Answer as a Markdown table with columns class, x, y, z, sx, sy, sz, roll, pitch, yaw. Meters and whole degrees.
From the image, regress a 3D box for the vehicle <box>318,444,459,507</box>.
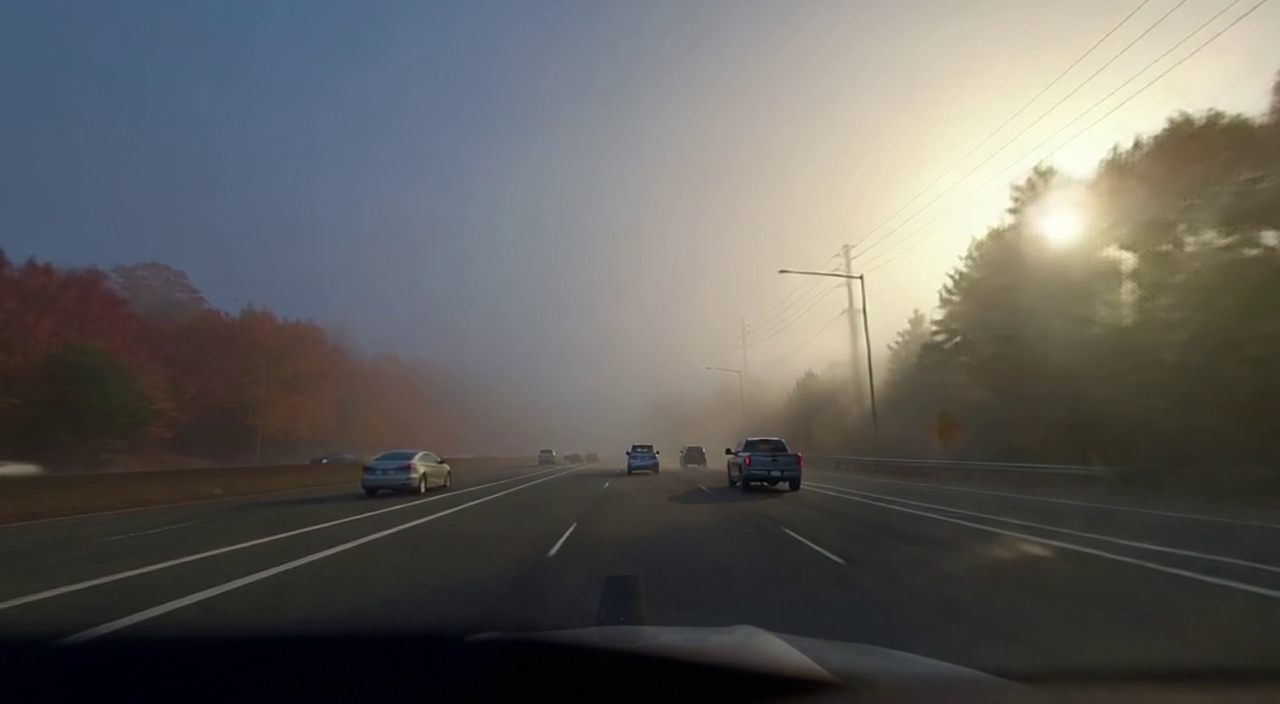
| class | x | y | z | sx | sy | sz | roll | pitch | yaw |
| --- | --- | --- | --- | --- | --- | --- | --- | --- | --- |
| vehicle | -6.837 | 3.376 | 17.749 | 2.014 | 1.526 | 4.577 | 0 | -9 | 1 |

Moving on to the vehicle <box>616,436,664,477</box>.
| class | x | y | z | sx | sy | sz | roll | pitch | yaw |
| --- | --- | --- | --- | --- | --- | --- | --- | --- | --- |
| vehicle | 0.030 | 5.512 | 33.333 | 2.372 | 1.957 | 5.121 | 0 | -9 | 1 |

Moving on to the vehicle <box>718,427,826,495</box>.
| class | x | y | z | sx | sy | sz | roll | pitch | yaw |
| --- | --- | --- | --- | --- | --- | --- | --- | --- | --- |
| vehicle | 4.262 | 3.660 | 21.474 | 2.388 | 1.998 | 5.749 | 0 | -9 | 0 |
